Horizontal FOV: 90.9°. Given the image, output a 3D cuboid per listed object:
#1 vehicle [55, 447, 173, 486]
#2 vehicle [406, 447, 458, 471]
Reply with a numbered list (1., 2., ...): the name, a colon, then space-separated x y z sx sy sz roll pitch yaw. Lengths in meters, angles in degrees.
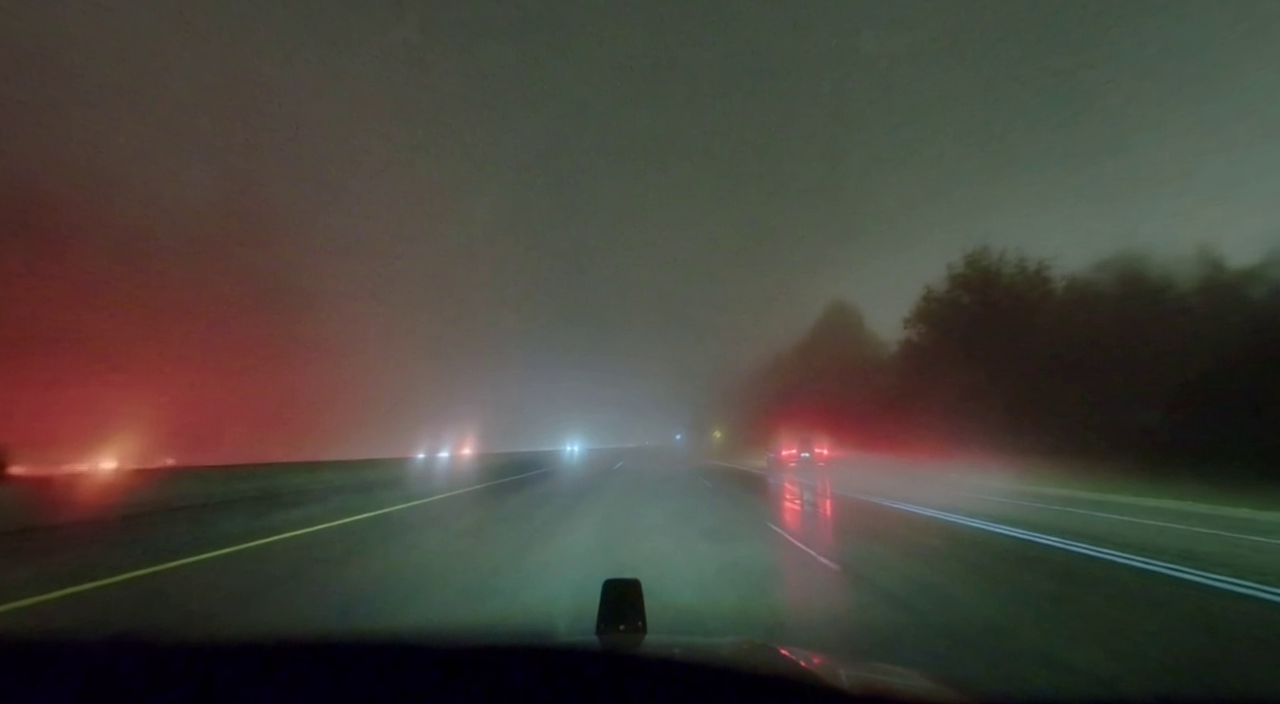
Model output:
1. vehicle: -27.906 6.052 33.702 2.048 1.845 4.924 -2 -8 0
2. vehicle: -13.374 6.869 40.800 1.925 1.449 4.179 0 -8 1
